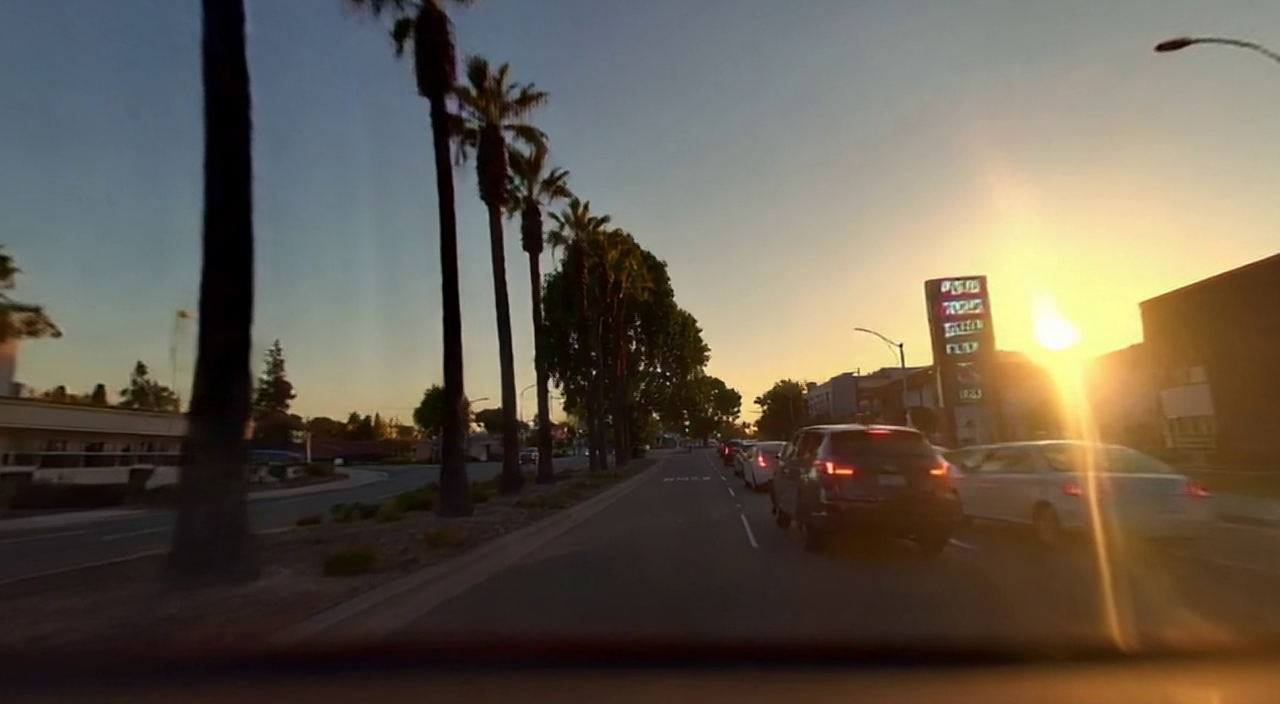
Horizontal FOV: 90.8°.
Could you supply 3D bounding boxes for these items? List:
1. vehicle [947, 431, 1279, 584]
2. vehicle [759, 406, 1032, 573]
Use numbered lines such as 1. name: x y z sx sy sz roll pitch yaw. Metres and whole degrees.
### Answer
1. vehicle: 6.380 2.032 9.195 1.994 1.590 4.593 0 -9 7
2. vehicle: 3.281 1.895 9.553 2.428 1.816 4.959 -1 -9 5
